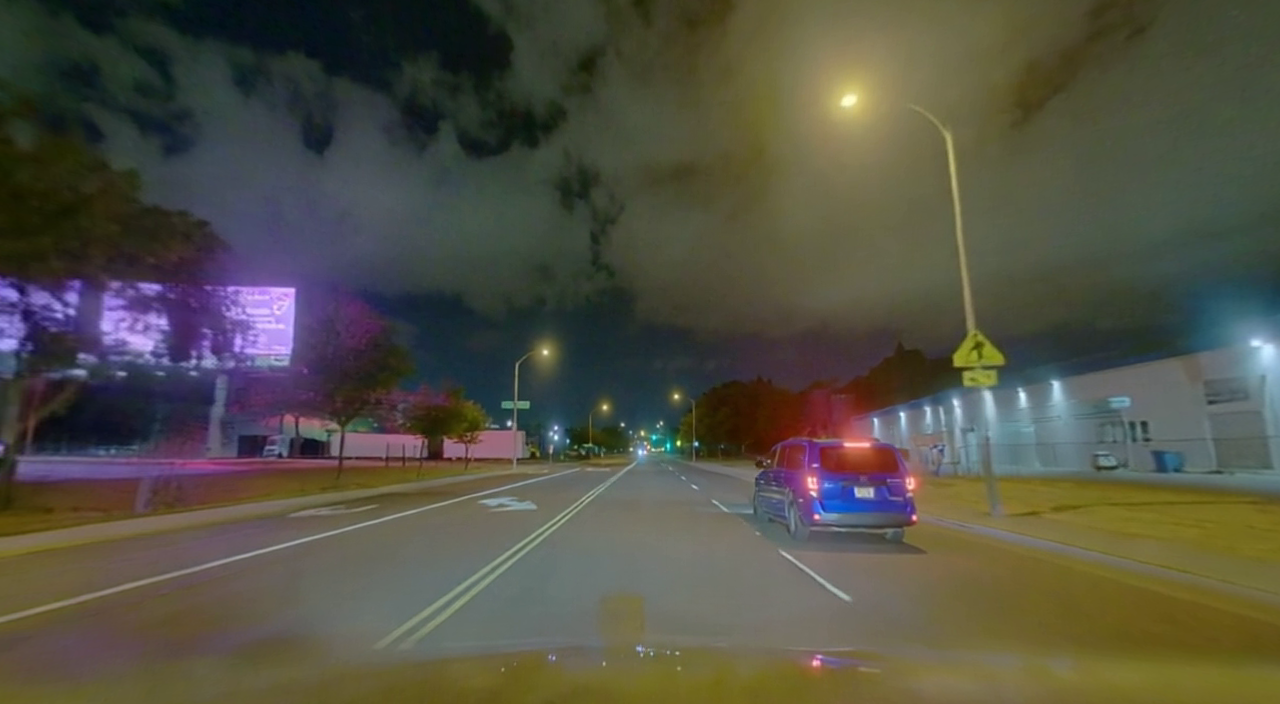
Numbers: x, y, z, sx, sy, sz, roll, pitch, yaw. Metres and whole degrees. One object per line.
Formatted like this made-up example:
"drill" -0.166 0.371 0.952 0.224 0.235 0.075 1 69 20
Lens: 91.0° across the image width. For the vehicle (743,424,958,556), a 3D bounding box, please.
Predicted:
"vehicle" 3.370 2.321 11.366 2.202 1.822 4.826 1 -9 0
